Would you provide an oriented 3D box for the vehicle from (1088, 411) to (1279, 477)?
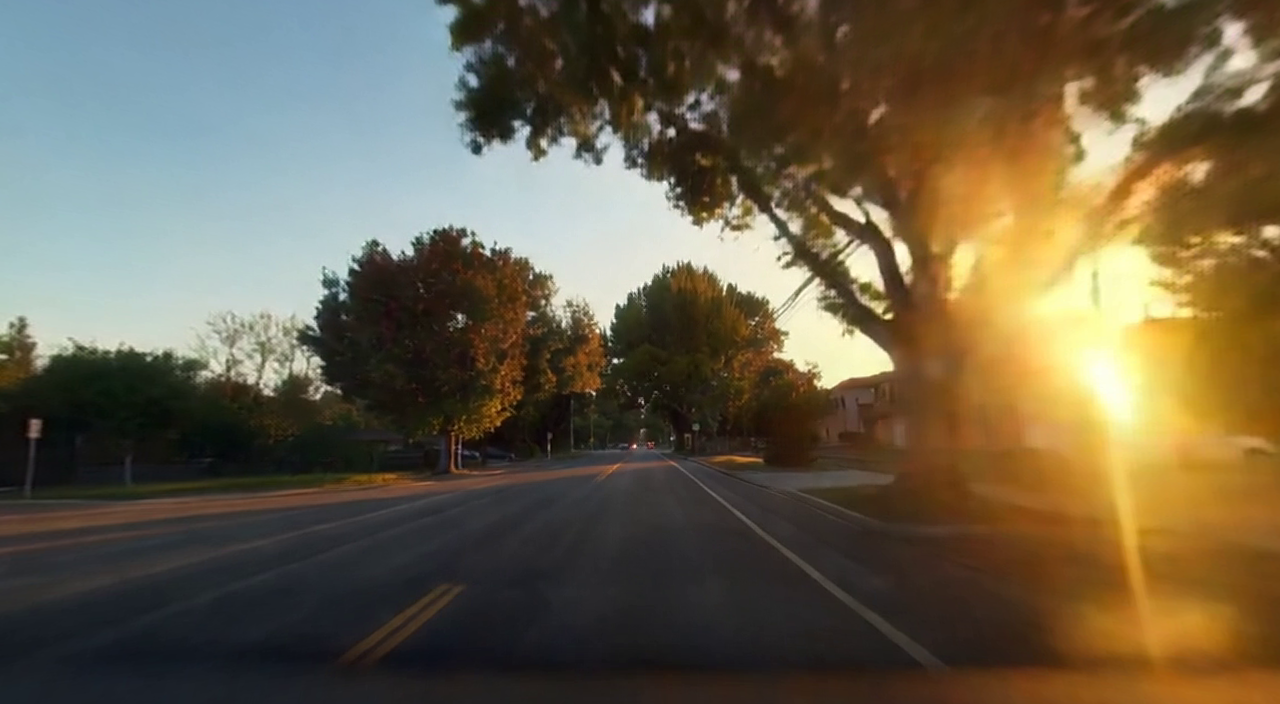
[{"bbox_3d":[18.177,3.022,20.738,4.978,1.991,2.234,-1,-8,3],"label":"vehicle"}]
